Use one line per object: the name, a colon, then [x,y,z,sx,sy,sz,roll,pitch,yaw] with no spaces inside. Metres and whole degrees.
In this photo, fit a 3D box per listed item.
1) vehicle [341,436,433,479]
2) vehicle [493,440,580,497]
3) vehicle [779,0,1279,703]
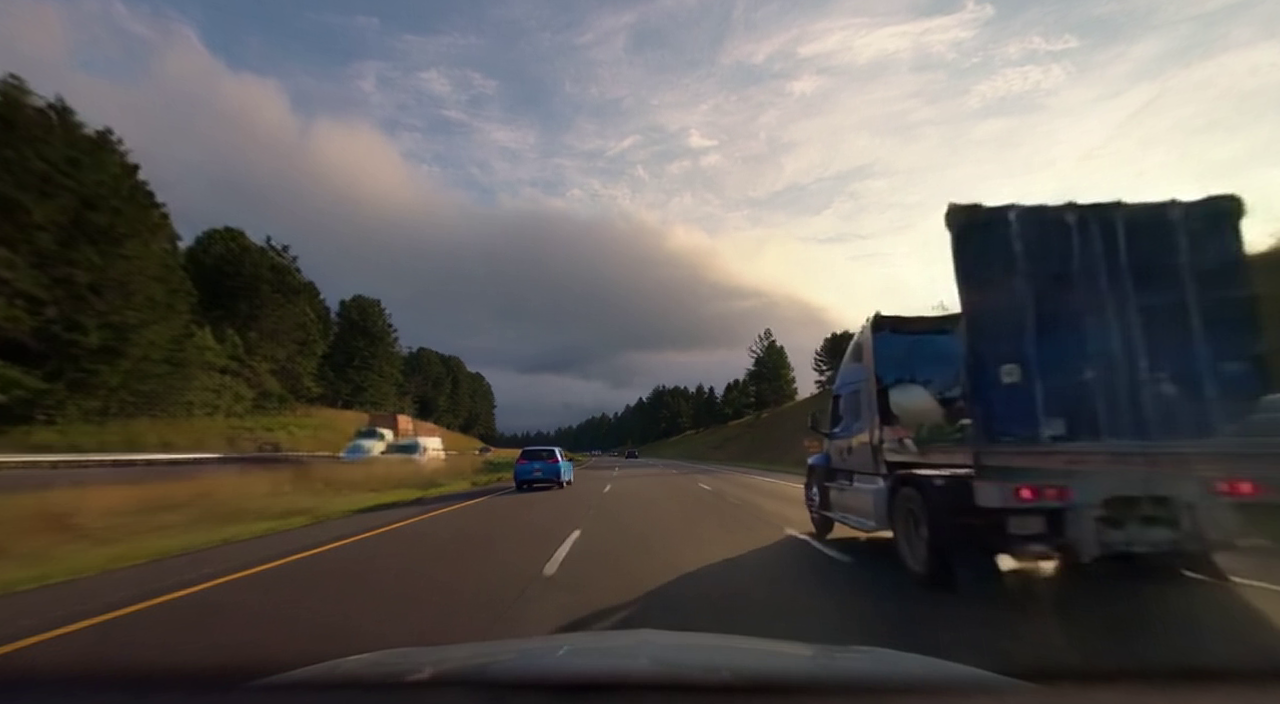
vehicle: [-10.678,4.508,26.965,2.039,1.645,4.443,-1,-9,1]
vehicle: [-3.255,3.795,20.822,2.115,1.670,4.261,0,-9,0]
vehicle: [4.503,-0.386,3.372,3.532,4.201,17.611,0,-9,0]
